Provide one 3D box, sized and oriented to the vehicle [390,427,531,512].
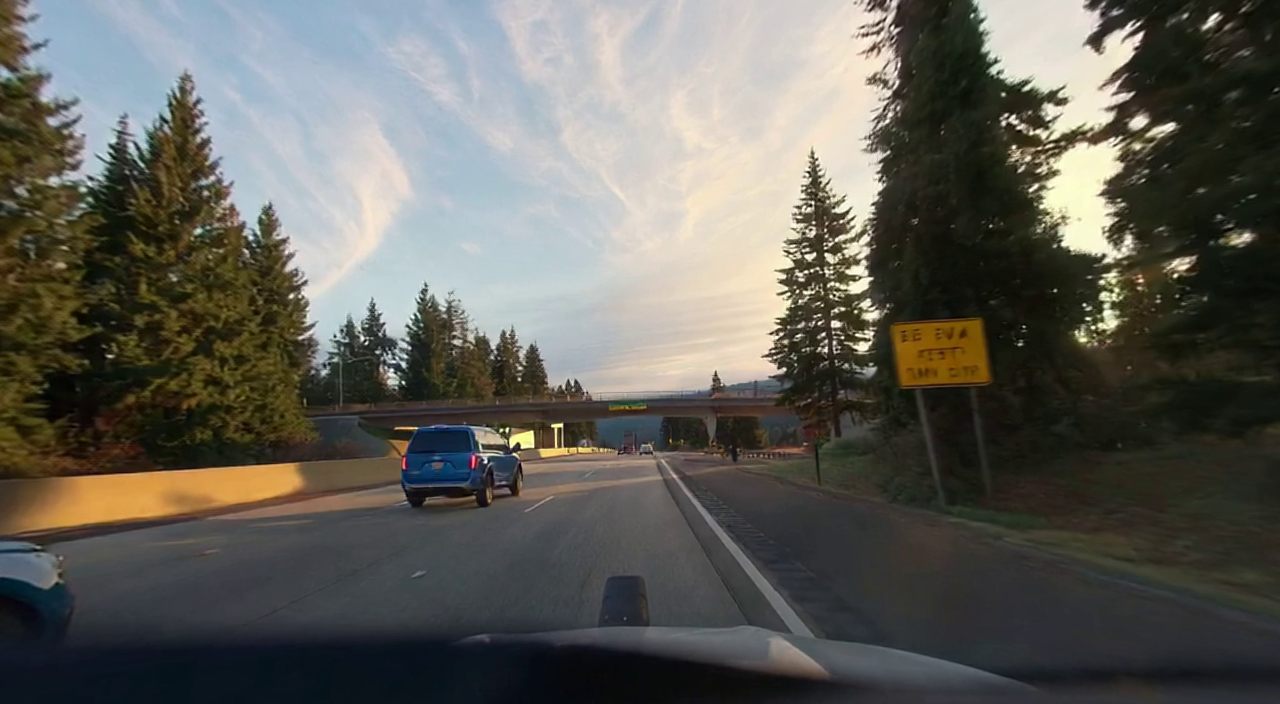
[{"bbox_3d":[-4.145,2.785,15.459,2.084,1.752,4.479,0,-8,1],"label":"vehicle"}]
